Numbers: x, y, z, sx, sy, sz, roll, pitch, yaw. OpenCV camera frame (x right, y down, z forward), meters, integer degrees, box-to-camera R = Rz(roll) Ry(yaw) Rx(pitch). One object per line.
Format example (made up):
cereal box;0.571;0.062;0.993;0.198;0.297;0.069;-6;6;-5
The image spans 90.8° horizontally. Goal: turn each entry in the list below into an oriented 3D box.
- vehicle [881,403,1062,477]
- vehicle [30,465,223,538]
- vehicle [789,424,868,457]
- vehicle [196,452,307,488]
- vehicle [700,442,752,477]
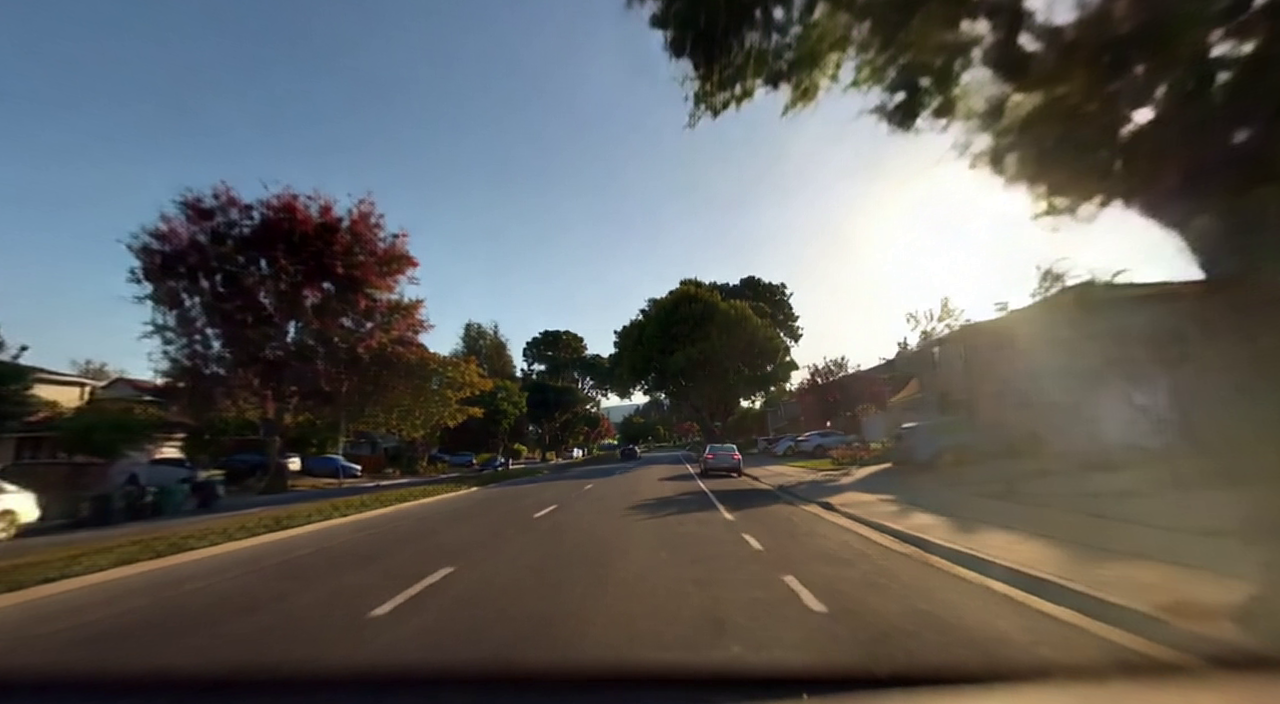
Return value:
vehicle;10.279;2.751;19.858;4.463;1.765;1.960;-5;-8;-4
vehicle;-14.082;4.075;17.703;1.695;1.423;4.371;-9;-9;2
vehicle;12.028;5.636;40.215;4.591;1.867;2.057;2;-11;-29
vehicle;-20.137;6.094;32.836;4.505;1.501;1.953;2;-9;6
vehicle;3.834;4.862;28.821;2.016;1.477;4.207;-1;-8;3
